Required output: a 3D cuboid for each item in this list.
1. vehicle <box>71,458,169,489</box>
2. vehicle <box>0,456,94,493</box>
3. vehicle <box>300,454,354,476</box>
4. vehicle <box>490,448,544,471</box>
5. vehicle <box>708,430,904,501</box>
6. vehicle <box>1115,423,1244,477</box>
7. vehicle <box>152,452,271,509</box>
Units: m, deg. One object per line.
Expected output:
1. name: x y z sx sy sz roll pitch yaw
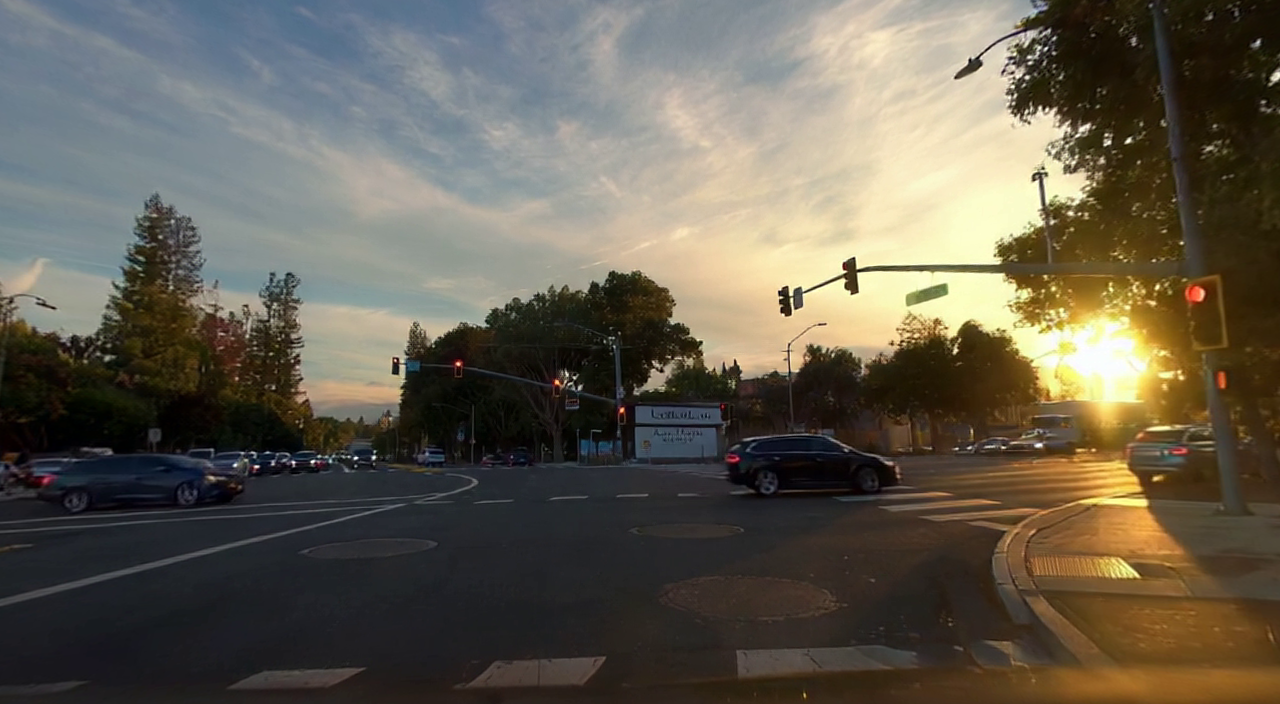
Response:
1. vehicle: -28.379 6.622 34.692 1.965 1.448 4.553 1 -9 -8
2. vehicle: -31.188 6.260 32.652 2.142 1.723 4.692 1 -9 -9
3. vehicle: -22.515 8.140 45.671 1.999 1.468 4.702 1 -9 -8
4. vehicle: -8.474 7.416 43.968 1.989 1.496 4.211 -3 -9 15
5. vehicle: 3.997 2.802 15.766 4.281 1.621 1.903 0 -9 -3
6. vehicle: 19.601 3.549 22.909 4.619 1.759 2.101 5 -10 -32
7. vehicle: -13.185 3.827 19.305 4.728 1.471 1.957 -8 -12 43
